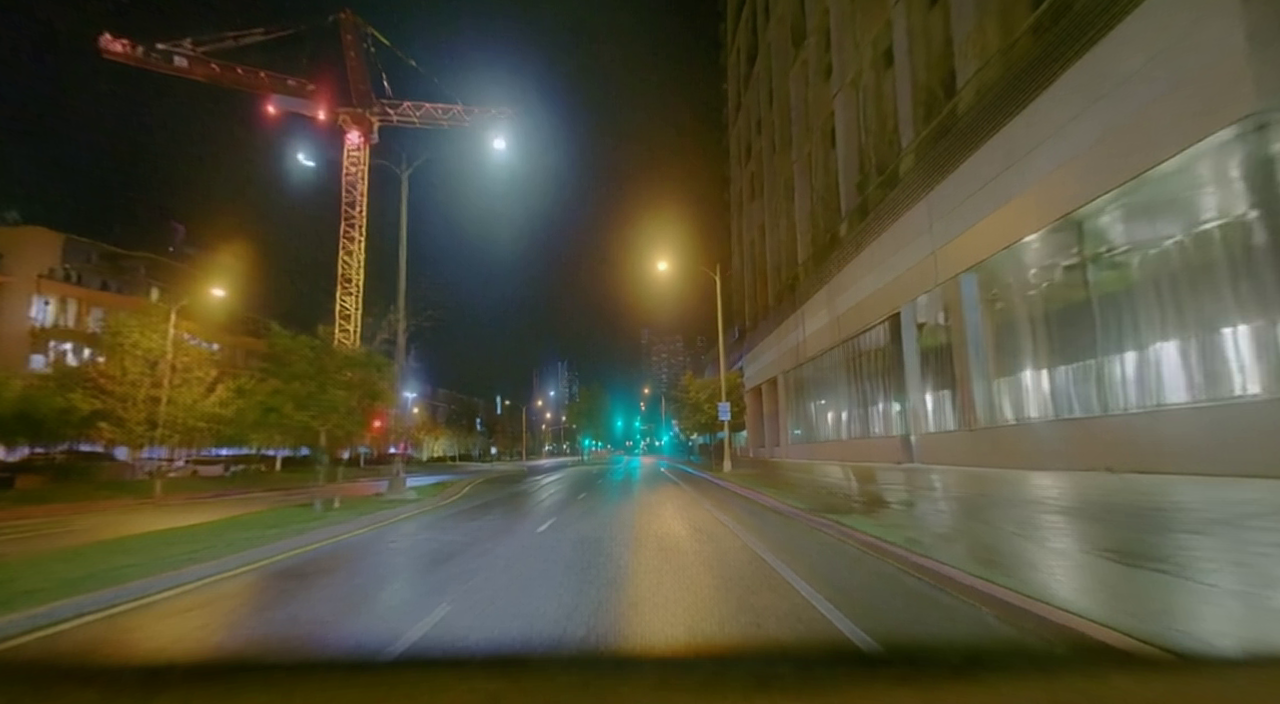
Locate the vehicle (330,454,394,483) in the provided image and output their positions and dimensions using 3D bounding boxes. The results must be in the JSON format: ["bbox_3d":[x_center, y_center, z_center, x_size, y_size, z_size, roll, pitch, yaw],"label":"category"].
[{"bbox_3d":[-17.129,7.179,39.022,1.921,1.541,4.541,-1,-8,0],"label":"vehicle"}]

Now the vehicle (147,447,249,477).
[{"bbox_3d":[-25.422,6.328,36.361,4.308,1.612,1.989,0,-9,-1],"label":"vehicle"}]
